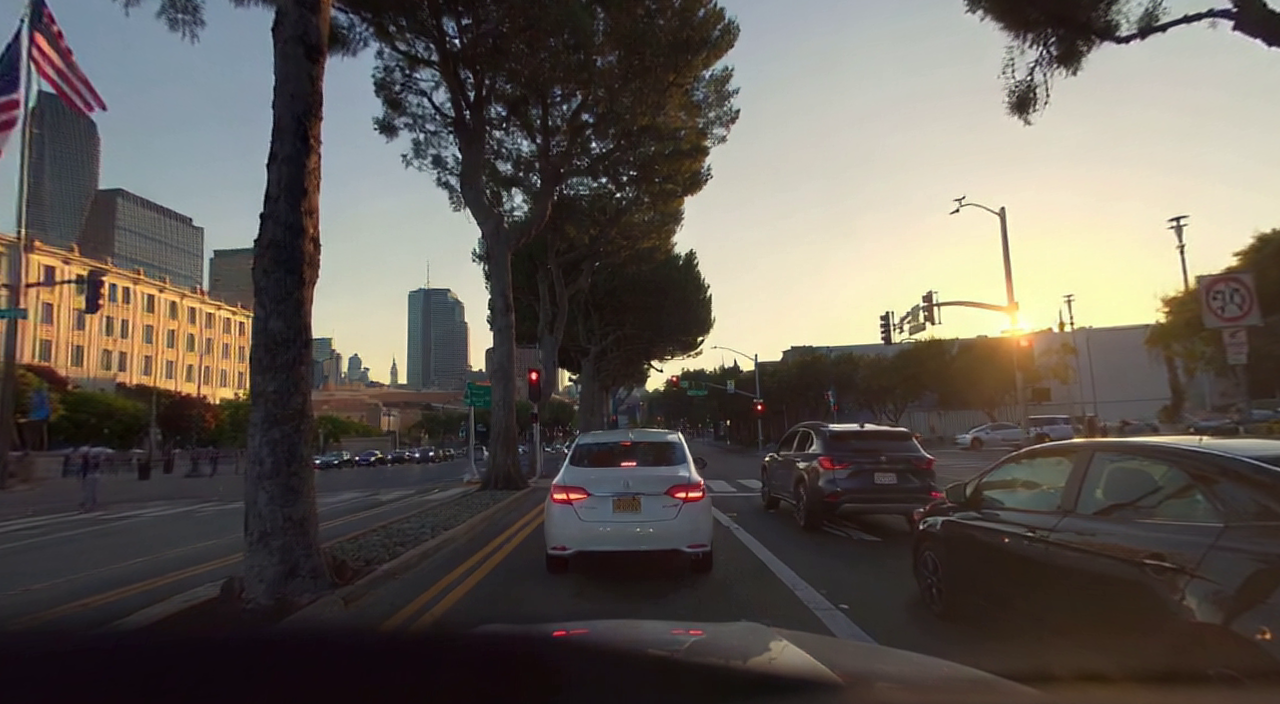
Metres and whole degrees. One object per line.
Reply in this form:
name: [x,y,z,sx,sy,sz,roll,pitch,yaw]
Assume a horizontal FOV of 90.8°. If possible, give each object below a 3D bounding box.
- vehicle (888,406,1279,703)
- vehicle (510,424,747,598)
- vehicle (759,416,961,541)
vehicle: [3.382,1.180,4.022,1.833,1.465,4.258,0,-8,-1]
vehicle: [-0.109,1.699,7.558,2.096,1.521,3.747,0,-8,0]
vehicle: [3.520,2.115,11.217,1.978,1.738,4.599,0,-8,1]
